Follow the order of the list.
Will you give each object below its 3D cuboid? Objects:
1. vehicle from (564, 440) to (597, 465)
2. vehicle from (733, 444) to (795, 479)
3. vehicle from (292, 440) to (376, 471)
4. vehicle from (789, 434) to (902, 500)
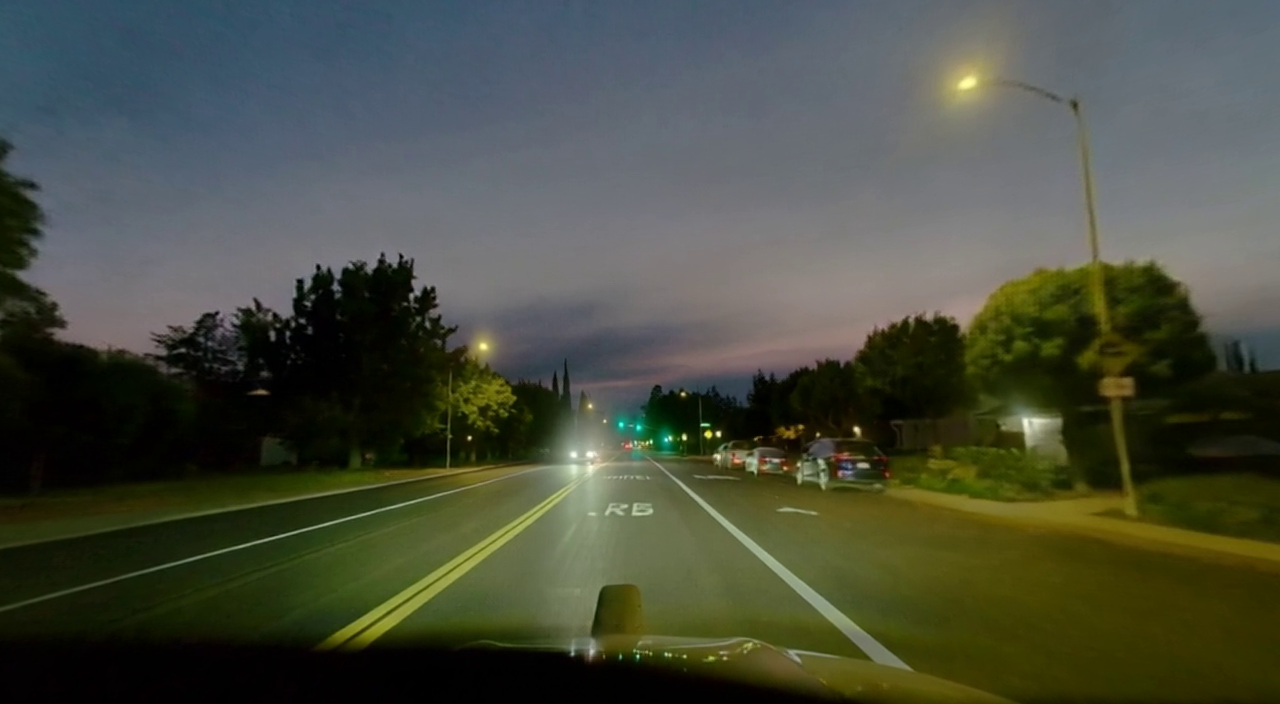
[{"bbox_3d":[-4.603,7.854,49.738,2.050,1.841,5.290,0,-8,0],"label":"vehicle"},{"bbox_3d":[6.281,5.565,32.484,2.226,1.682,4.461,0,-8,-1],"label":"vehicle"},{"bbox_3d":[-21.189,7.174,43.930,4.461,2.065,2.574,0,-8,-2],"label":"vehicle"},{"bbox_3d":[6.553,3.692,20.757,2.099,1.878,4.476,0,-8,-1],"label":"vehicle"}]
